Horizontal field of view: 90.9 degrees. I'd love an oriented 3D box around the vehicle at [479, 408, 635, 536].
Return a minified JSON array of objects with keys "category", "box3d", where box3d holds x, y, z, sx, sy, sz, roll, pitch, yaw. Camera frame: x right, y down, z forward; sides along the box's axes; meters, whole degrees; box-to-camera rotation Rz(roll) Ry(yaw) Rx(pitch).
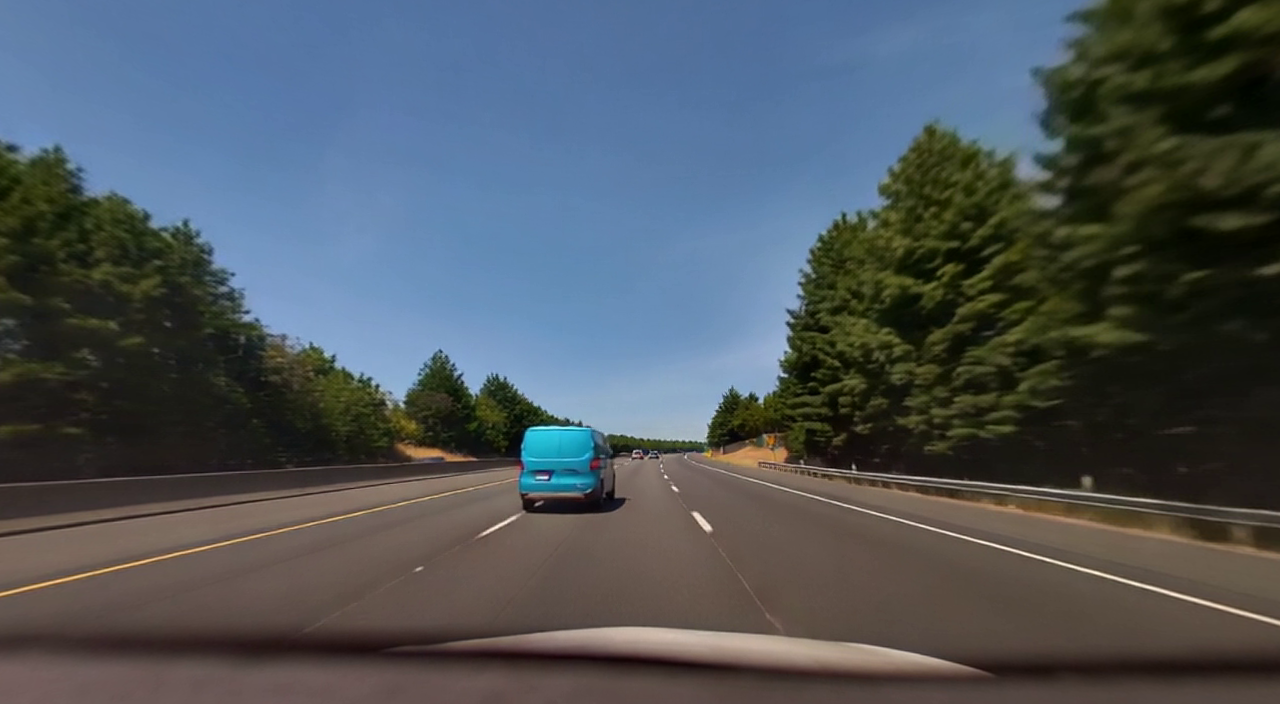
[{"category":"vehicle","box3d":[-1.361,2.330,12.670,2.219,2.033,4.911,-1,-9,3]}]
